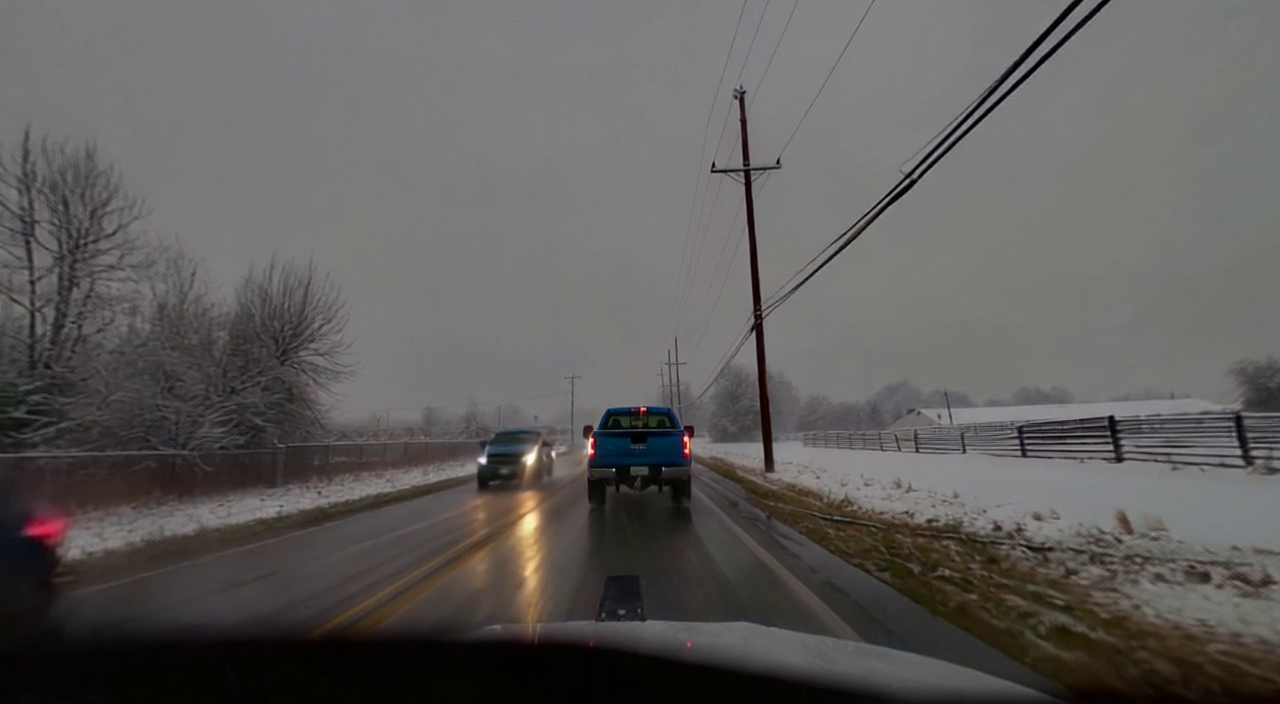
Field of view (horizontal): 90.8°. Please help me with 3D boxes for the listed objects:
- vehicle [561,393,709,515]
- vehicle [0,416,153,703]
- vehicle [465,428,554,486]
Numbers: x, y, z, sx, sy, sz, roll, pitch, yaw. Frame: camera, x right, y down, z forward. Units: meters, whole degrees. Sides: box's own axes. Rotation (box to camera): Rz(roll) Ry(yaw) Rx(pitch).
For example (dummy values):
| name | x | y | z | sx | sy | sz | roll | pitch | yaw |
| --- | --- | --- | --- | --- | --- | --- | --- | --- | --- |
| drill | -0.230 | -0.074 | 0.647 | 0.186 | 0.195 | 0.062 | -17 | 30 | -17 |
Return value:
| name | x | y | z | sx | sy | sz | roll | pitch | yaw |
| --- | --- | --- | --- | --- | --- | --- | --- | --- | --- |
| vehicle | -0.136 | 2.298 | 14.566 | 2.693 | 2.223 | 5.885 | 0 | -9 | -1 |
| vehicle | -4.025 | 0.854 | 1.630 | 1.935 | 1.489 | 4.495 | 0 | -9 | 0 |
| vehicle | -4.417 | 3.658 | 22.261 | 2.077 | 1.805 | 4.891 | 0 | -9 | 0 |
